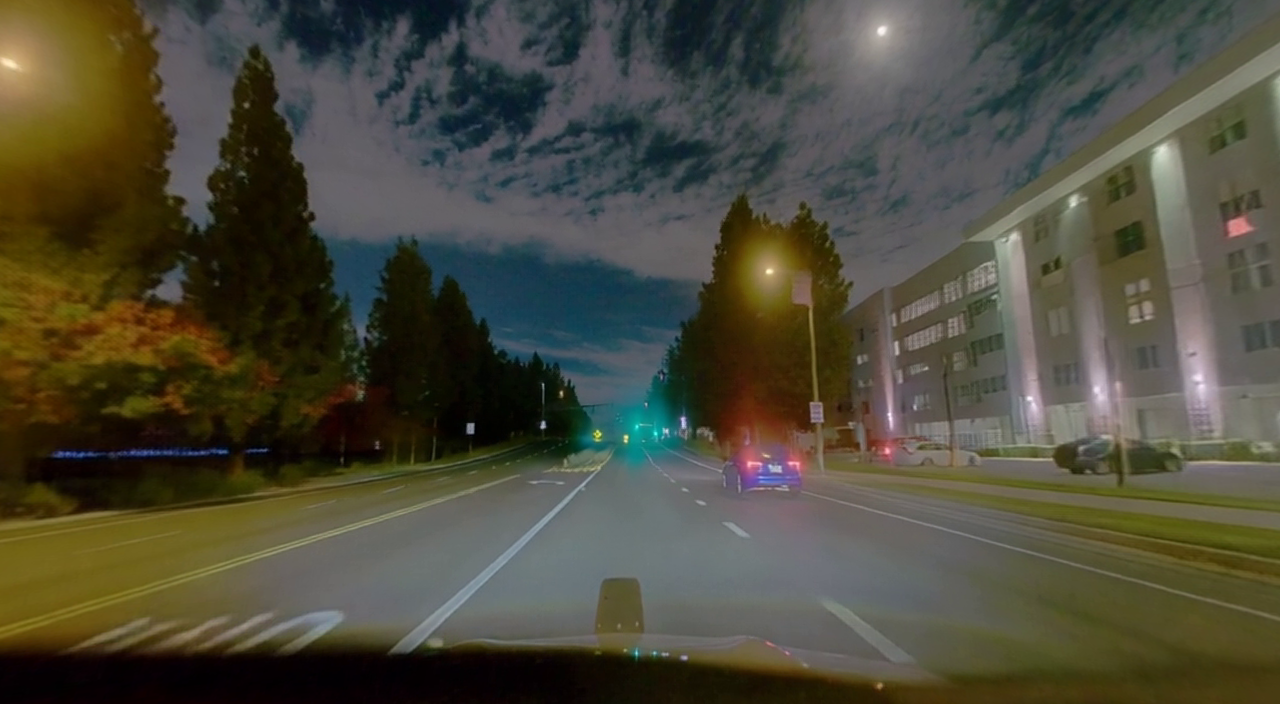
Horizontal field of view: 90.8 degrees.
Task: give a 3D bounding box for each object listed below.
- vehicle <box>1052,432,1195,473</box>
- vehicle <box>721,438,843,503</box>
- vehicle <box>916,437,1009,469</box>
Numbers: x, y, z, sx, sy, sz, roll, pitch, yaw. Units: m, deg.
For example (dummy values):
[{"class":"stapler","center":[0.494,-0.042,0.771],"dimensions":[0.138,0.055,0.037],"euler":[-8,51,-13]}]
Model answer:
[{"class":"vehicle","center":[17.682,3.687,23.234],"dimensions":[3.622,1.432,2.029],"euler":[1,-8,-3]},{"class":"vehicle","center":[3.610,3.083,16.990],"dimensions":[2.114,1.493,4.430],"euler":[0,-8,-2]},{"class":"vehicle","center":[19.395,6.120,38.132],"dimensions":[4.418,1.418,1.873],"euler":[-5,-14,-2]}]
